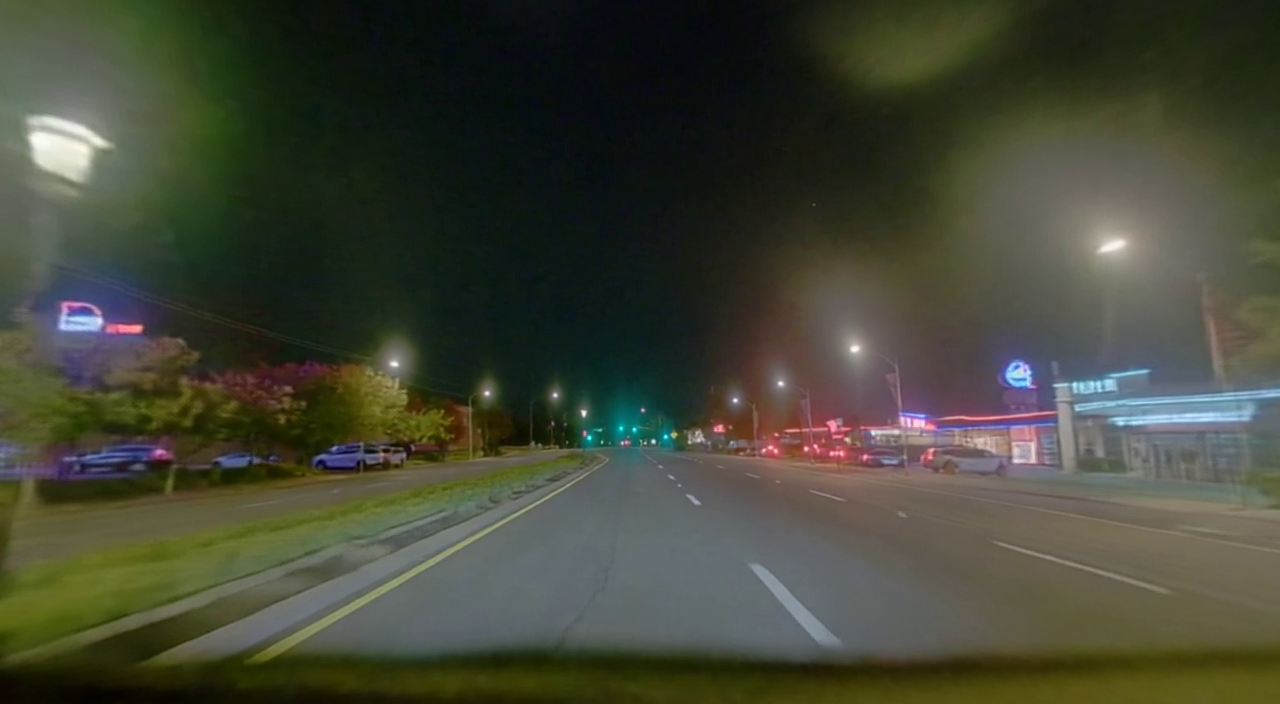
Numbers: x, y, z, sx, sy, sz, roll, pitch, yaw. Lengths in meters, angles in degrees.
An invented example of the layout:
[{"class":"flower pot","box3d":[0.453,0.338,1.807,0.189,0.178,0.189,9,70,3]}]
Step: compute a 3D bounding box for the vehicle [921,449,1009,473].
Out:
[{"class":"vehicle","box3d":[20.705,6.940,40.374,4.500,1.456,1.962,-1,-8,2]}]
